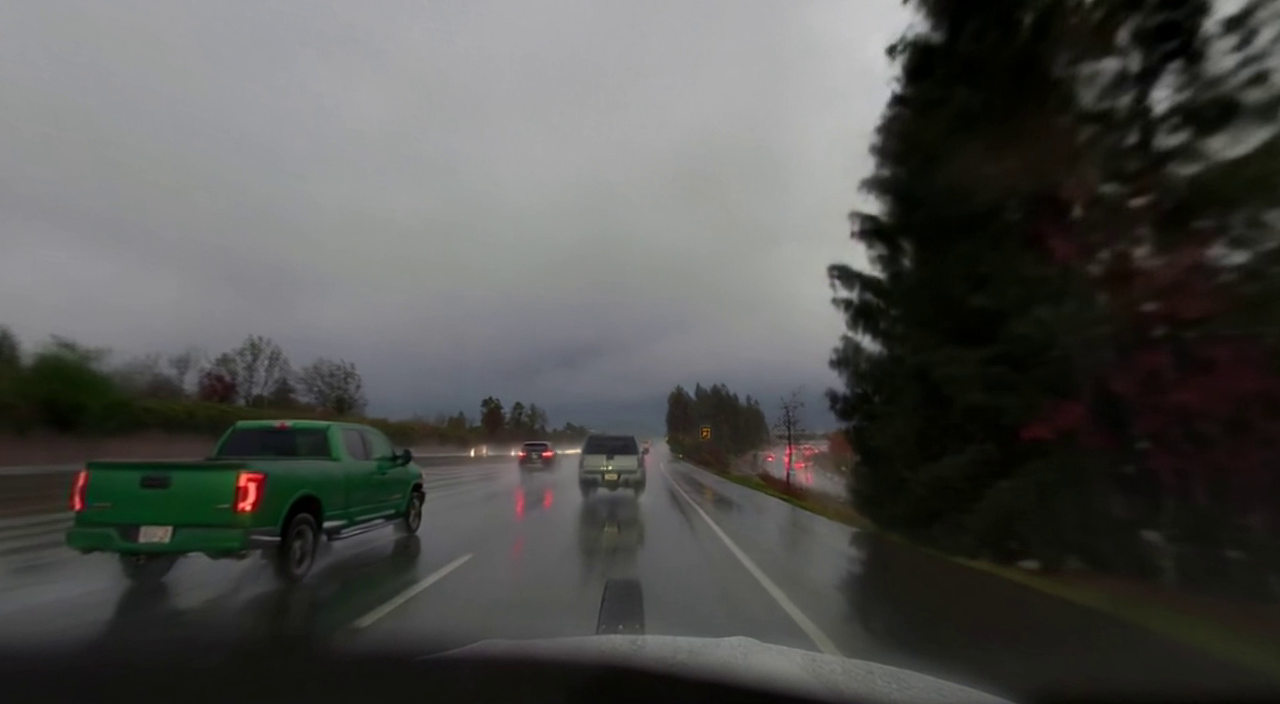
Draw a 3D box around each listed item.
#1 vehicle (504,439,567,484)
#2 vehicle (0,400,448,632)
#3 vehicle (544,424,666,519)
[{"bbox_3d":[-4.439,4.737,27.575,1.991,1.776,4.333,0,-8,0],"label":"vehicle"},{"bbox_3d":[-4.037,1.597,7.344,2.038,1.704,5.181,0,-8,-1],"label":"vehicle"},{"bbox_3d":[-0.623,2.573,14.104,2.293,1.753,4.380,0,-8,1],"label":"vehicle"}]
